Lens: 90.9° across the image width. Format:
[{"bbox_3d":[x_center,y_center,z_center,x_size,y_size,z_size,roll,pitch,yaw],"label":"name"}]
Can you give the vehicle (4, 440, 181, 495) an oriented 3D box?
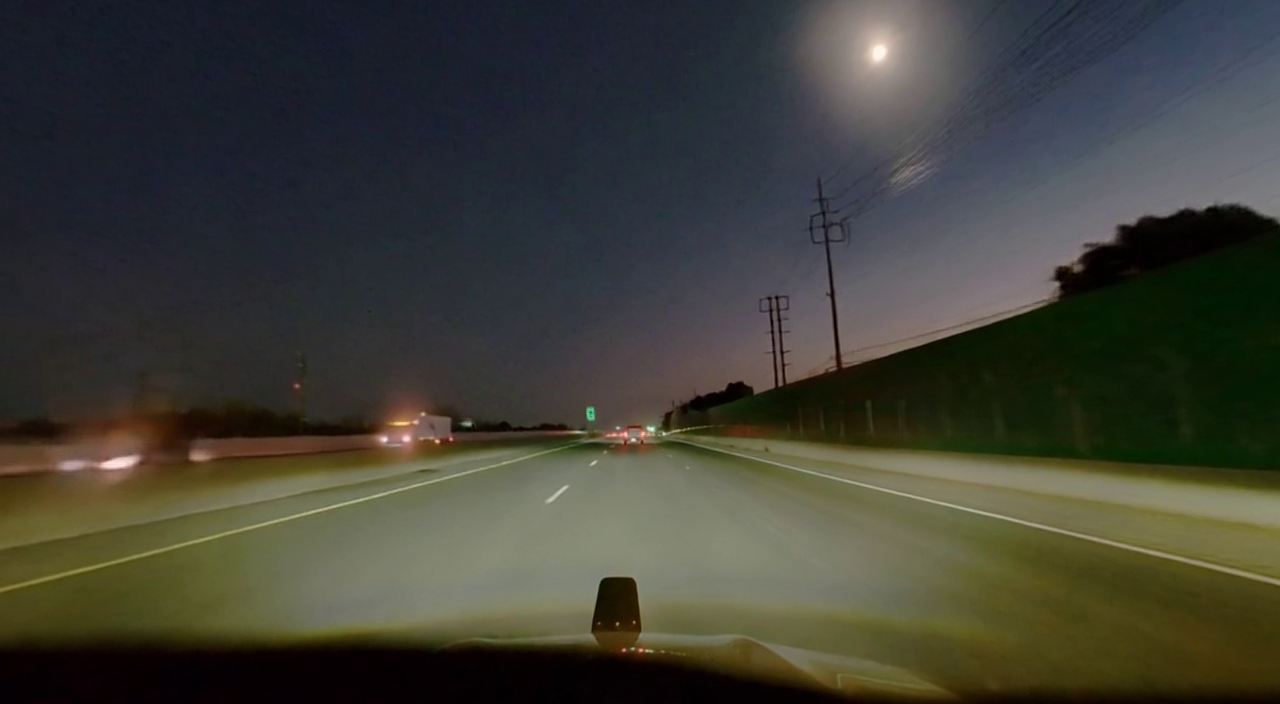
[{"bbox_3d":[-16.327,3.409,19.100,1.850,1.447,3.945,0,-8,-1],"label":"vehicle"}]
